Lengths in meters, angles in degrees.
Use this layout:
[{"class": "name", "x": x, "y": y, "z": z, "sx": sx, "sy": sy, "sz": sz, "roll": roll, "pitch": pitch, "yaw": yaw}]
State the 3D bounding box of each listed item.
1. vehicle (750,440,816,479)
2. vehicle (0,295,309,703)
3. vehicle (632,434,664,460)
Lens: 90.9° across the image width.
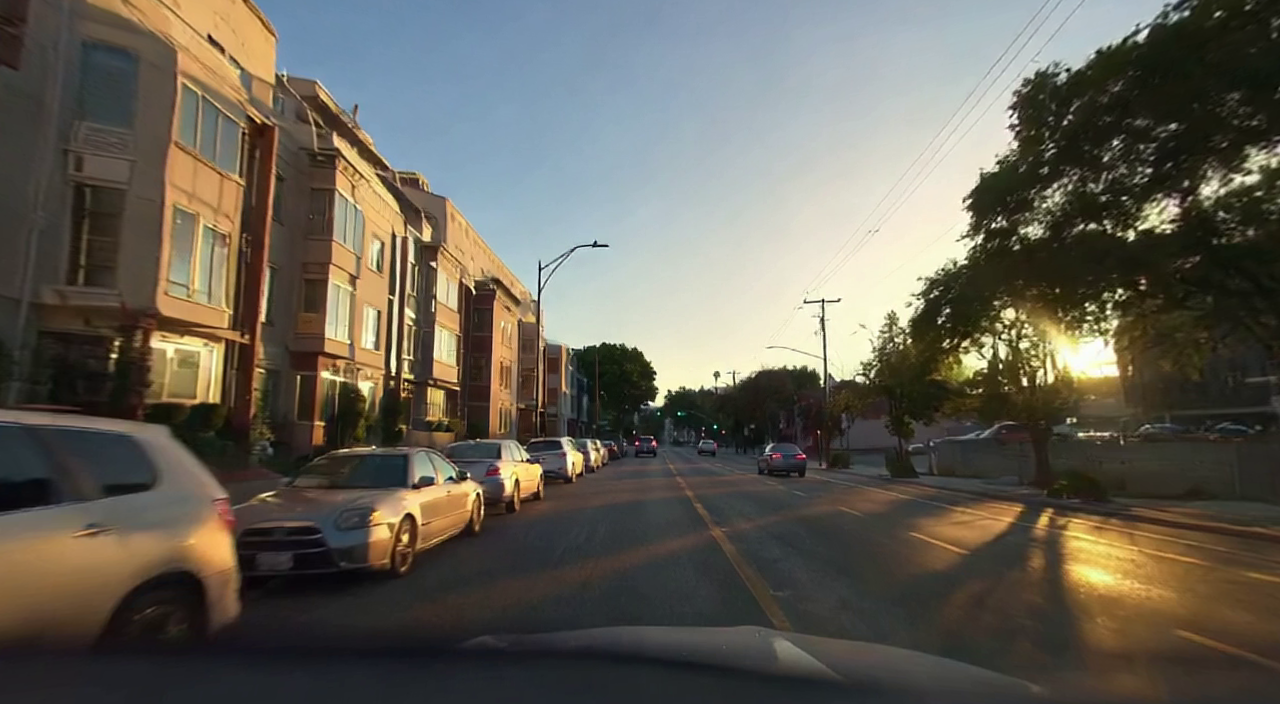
[{"class": "vehicle", "x": 5.753, "y": 4.341, "z": 25.760, "sx": 1.799, "sy": 1.463, "sz": 3.464, "roll": 0, "pitch": -8, "yaw": -1}, {"class": "vehicle", "x": -3.164, "y": 0.568, "z": 1.289, "sx": 2.096, "sy": 1.709, "sz": 4.989, "roll": -1, "pitch": -9, "yaw": 2}, {"class": "vehicle", "x": 0.621, "y": 6.752, "z": 44.820, "sx": 2.122, "sy": 1.689, "sz": 3.885, "roll": -1, "pitch": -8, "yaw": 2}]
